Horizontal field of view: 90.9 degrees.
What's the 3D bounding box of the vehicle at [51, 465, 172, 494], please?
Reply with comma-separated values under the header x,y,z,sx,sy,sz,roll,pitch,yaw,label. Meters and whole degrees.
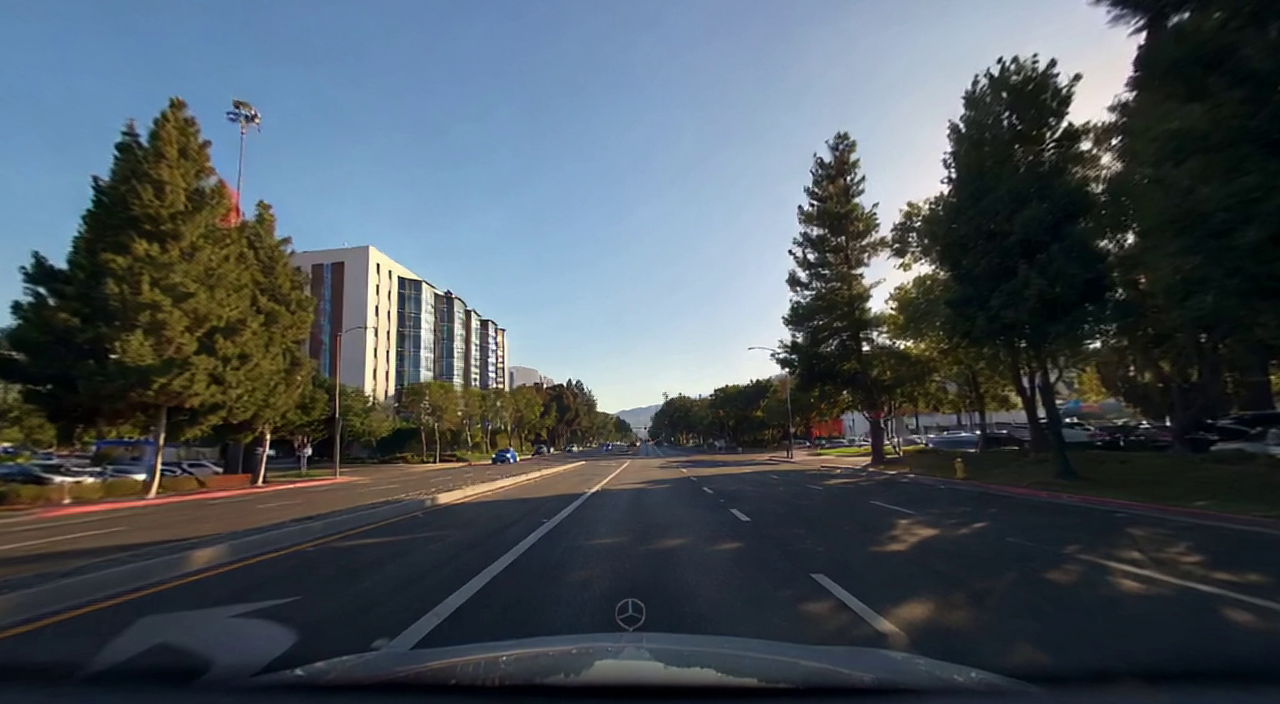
x,y,z,sx,sy,sz,roll,pitch,yaw,label
-28.884,6.973,34.589,4.678,1.384,1.920,1,-8,-7,vehicle
